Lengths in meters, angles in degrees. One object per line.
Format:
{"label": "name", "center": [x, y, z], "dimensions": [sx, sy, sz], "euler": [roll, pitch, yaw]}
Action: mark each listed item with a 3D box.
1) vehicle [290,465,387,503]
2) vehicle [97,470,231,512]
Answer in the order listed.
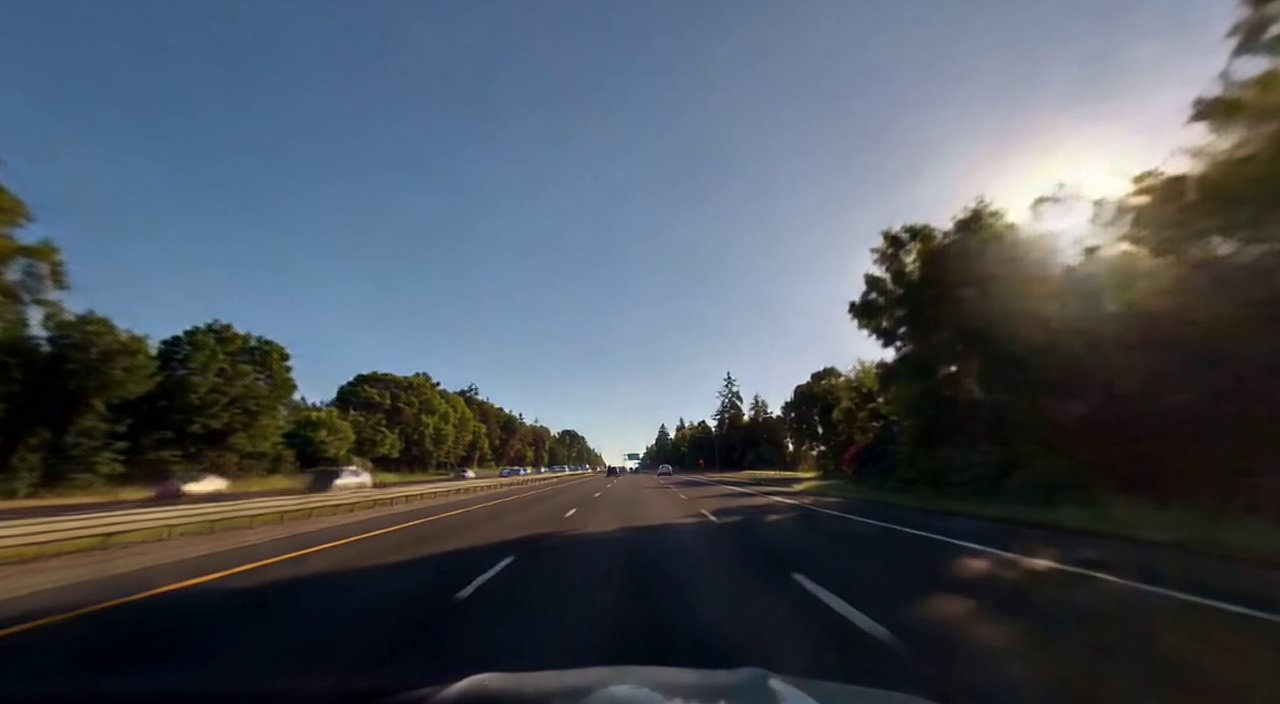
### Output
{"label": "vehicle", "center": [-12.763, 5.599, 26.923], "dimensions": [2.097, 1.465, 4.067], "euler": [1, -10, 0]}
{"label": "vehicle", "center": [-19.058, 5.580, 25.486], "dimensions": [1.876, 1.475, 4.583], "euler": [1, -10, -1]}
